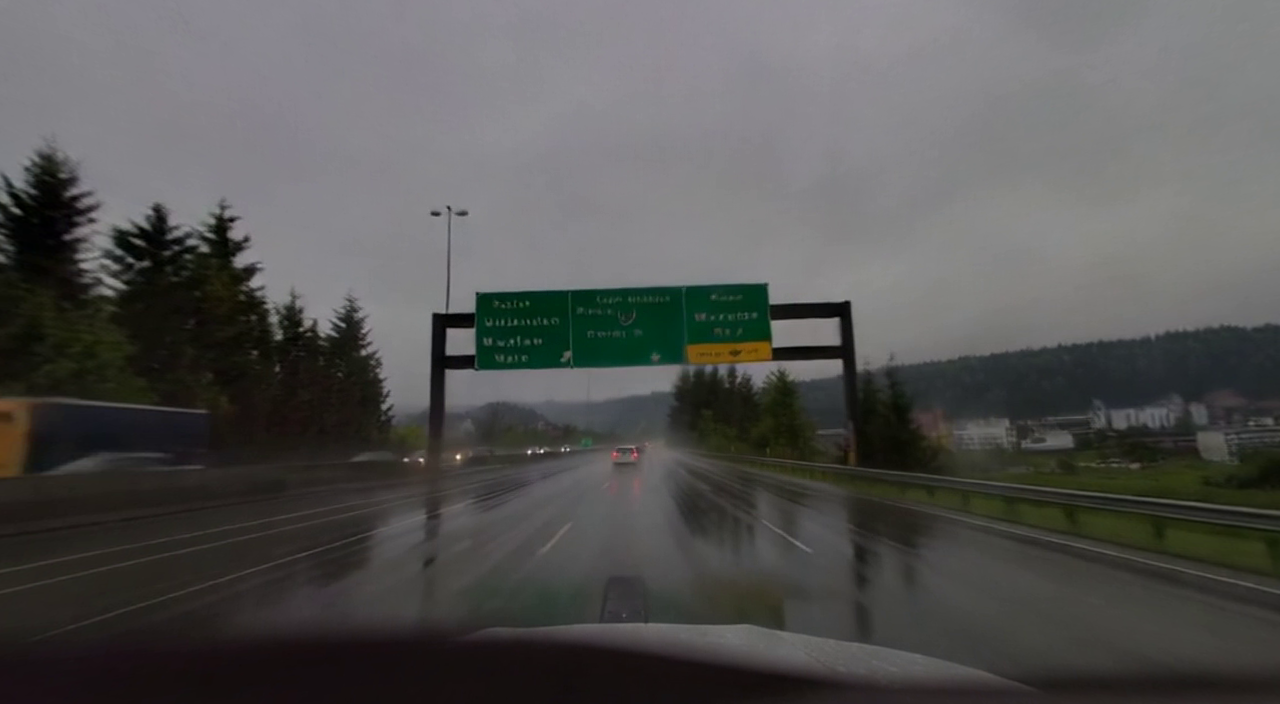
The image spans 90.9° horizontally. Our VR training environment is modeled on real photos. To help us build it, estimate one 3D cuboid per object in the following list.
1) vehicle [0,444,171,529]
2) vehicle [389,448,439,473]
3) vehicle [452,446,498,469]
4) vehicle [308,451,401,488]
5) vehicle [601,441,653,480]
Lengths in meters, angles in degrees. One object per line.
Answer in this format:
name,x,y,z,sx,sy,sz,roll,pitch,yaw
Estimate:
vehicle,-12.311,2.668,12.953,1.892,1.493,4.444,0,-9,0
vehicle,-16.542,7.939,46.326,1.951,1.749,4.298,0,-9,1
vehicle,-11.714,7.496,44.986,1.969,1.539,4.538,0,-9,1
vehicle,-12.847,5.286,28.674,2.058,1.470,4.473,0,-9,1
vehicle,-0.482,4.683,27.312,1.936,1.545,4.116,-1,-9,3
